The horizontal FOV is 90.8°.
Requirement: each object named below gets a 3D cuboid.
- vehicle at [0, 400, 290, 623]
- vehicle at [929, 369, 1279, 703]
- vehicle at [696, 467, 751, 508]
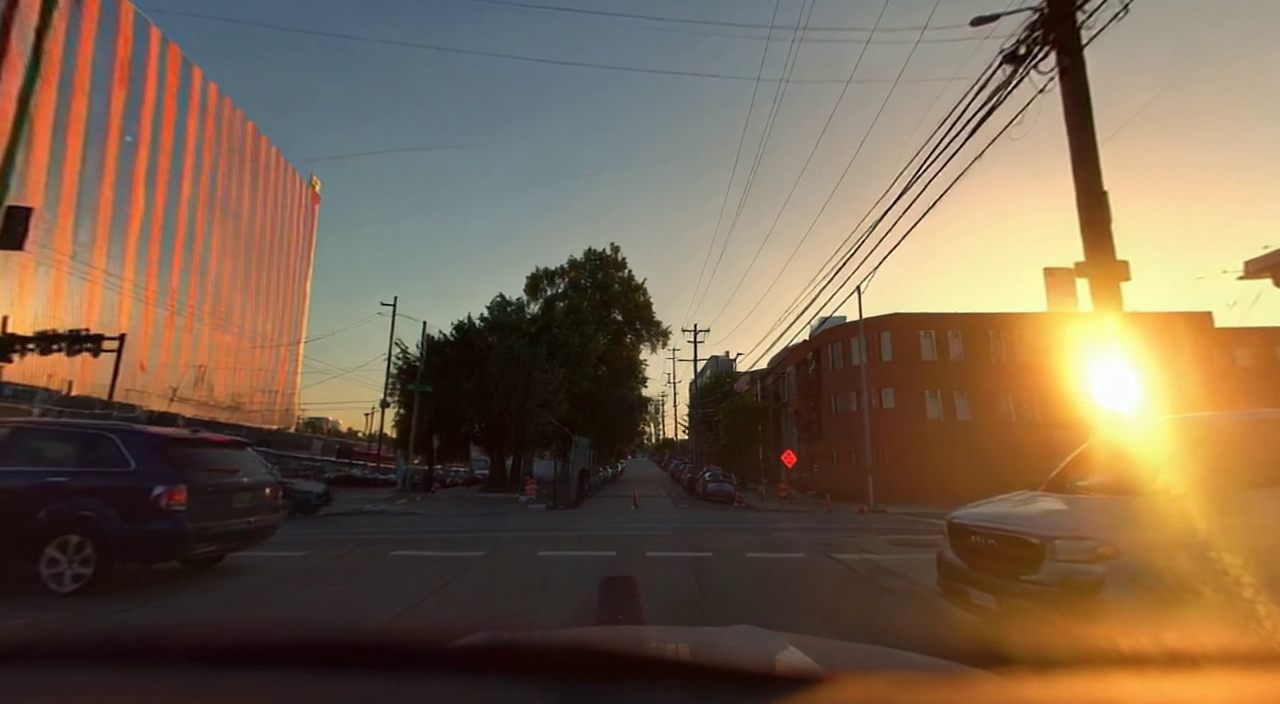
[{"bbox_3d":[-6.550,1.305,6.037,5.025,1.648,2.055,4,-11,-1],"label":"vehicle"},{"bbox_3d":[4.505,1.105,3.894,4.416,1.750,2.011,0,-8,-3],"label":"vehicle"},{"bbox_3d":[4.128,6.800,32.031,2.007,1.804,4.136,0,-9,-3],"label":"vehicle"}]
